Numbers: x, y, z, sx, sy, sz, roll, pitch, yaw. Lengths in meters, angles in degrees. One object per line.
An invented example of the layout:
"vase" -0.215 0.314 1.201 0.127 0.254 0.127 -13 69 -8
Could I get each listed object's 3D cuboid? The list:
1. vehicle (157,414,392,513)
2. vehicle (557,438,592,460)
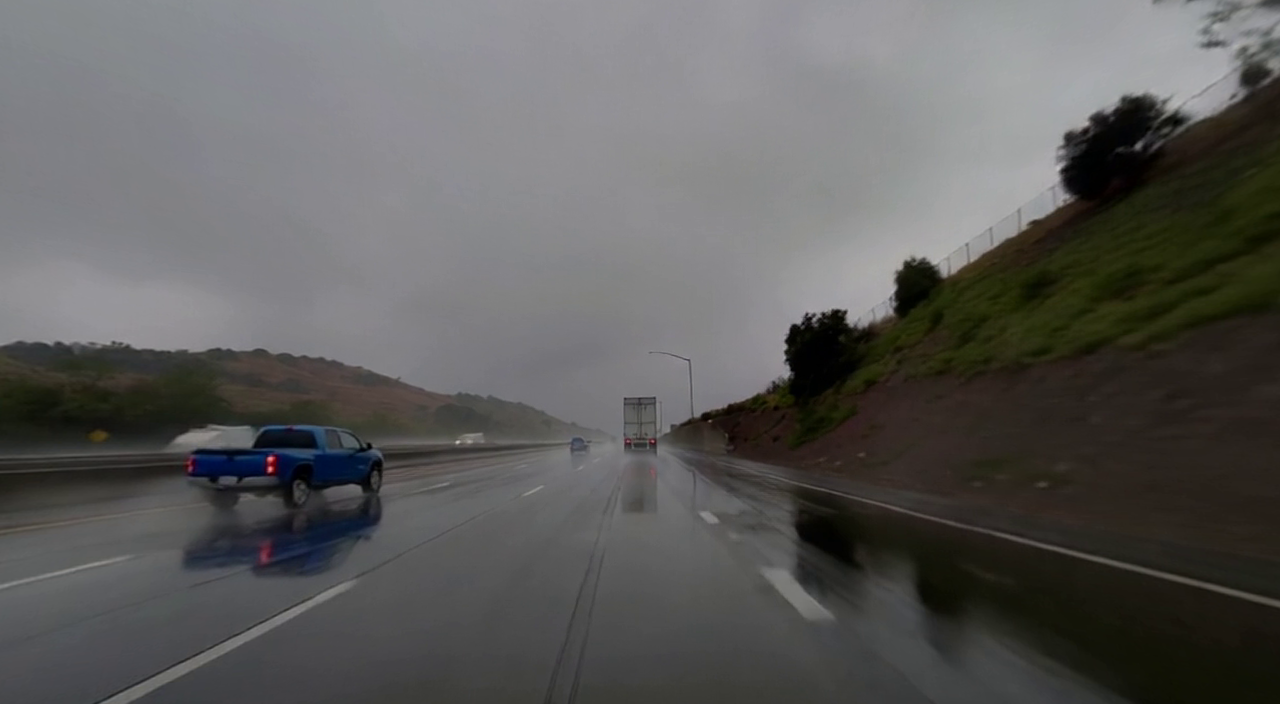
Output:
"vehicle" -7.865 2.446 14.454 2.113 1.837 5.339 0 -8 1
"vehicle" -4.526 6.765 44.136 1.983 1.508 4.060 0 -8 1
